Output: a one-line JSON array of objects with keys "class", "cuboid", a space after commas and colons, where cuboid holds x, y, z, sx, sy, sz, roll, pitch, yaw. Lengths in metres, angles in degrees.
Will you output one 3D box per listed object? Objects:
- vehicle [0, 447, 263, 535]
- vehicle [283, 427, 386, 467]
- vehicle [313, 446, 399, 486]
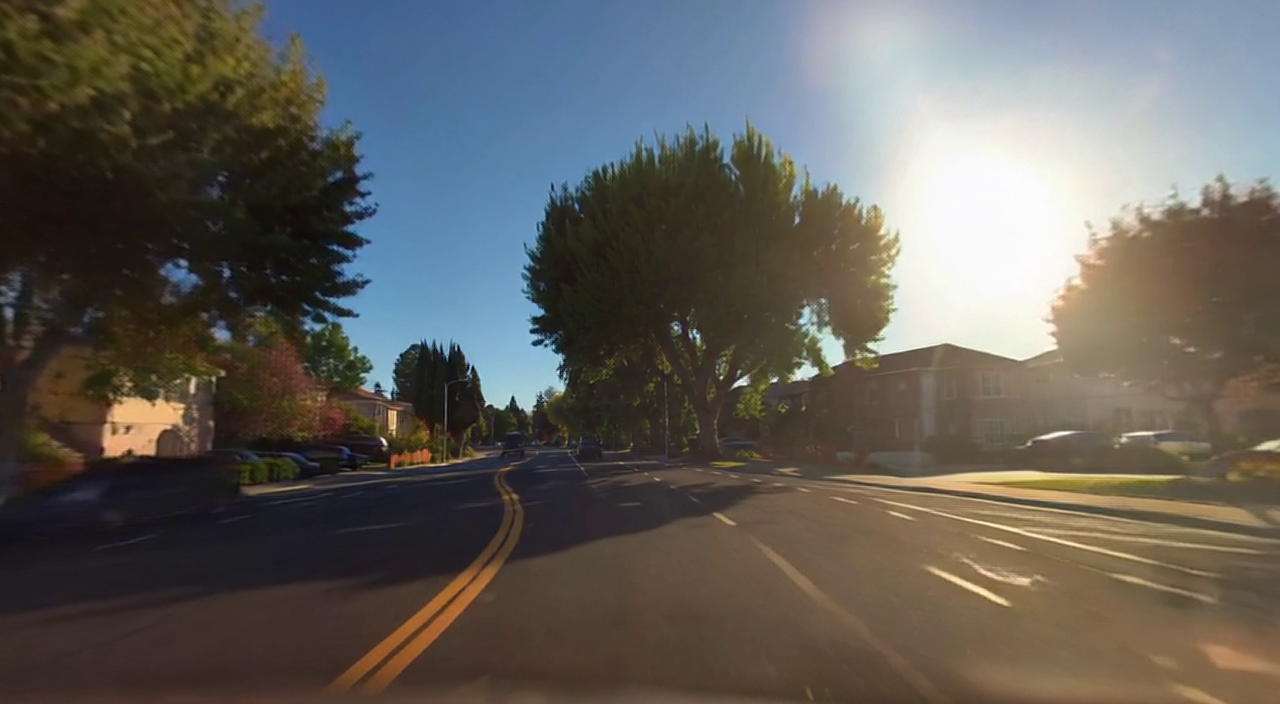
[{"class": "vehicle", "cuboid": [-10.719, 2.819, 13.503, 1.979, 1.503, 4.678, -2, -9, 7]}, {"class": "vehicle", "cuboid": [-22.359, 6.980, 46.260, 6.474, 2.781, 2.364, -1, -8, 8]}, {"class": "vehicle", "cuboid": [-12.885, 5.154, 28.898, 1.881, 1.655, 4.177, 0, -8, 1]}]
